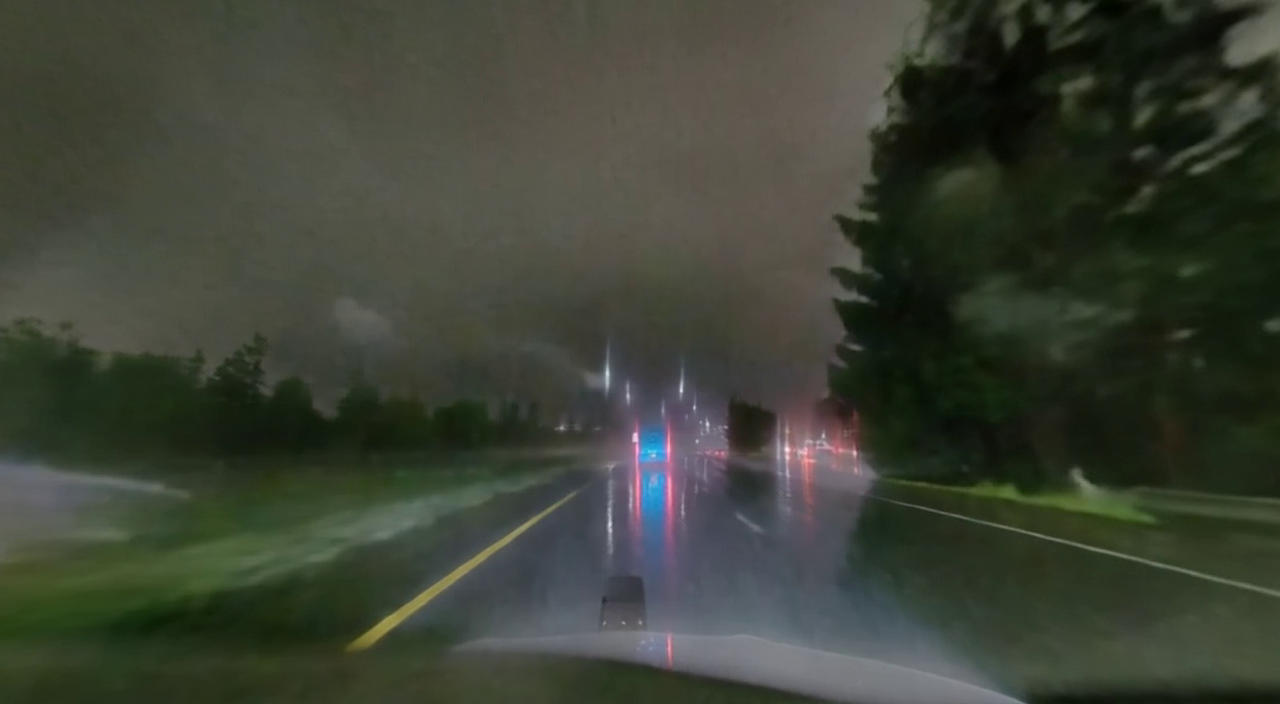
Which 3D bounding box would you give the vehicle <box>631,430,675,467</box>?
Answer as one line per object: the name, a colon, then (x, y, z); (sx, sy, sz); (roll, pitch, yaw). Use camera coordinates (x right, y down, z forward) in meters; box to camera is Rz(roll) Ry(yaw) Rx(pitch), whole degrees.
vehicle: (0.873, 6.074, 39.724); (2.546, 2.126, 5.153); (-1, -8, 2)
